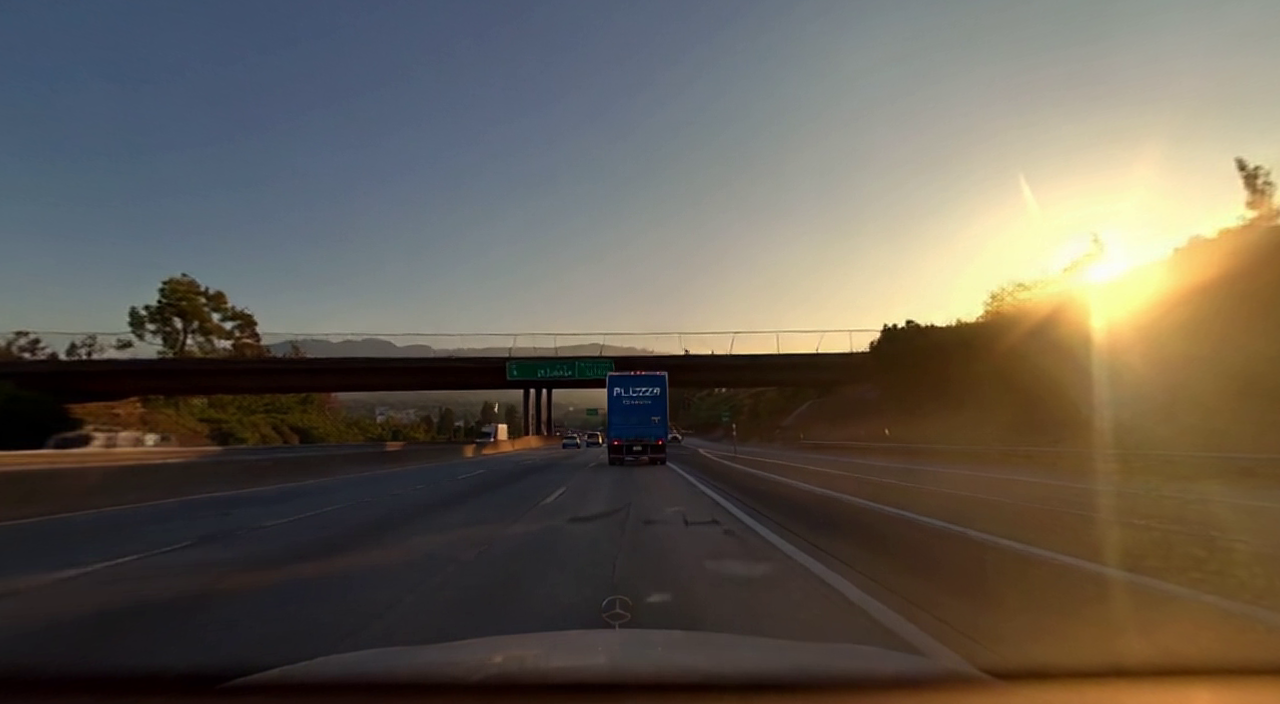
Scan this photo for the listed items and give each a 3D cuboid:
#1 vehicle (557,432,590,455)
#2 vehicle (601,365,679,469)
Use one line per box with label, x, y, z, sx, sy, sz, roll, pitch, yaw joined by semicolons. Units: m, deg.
vehicle;-5.149;7.149;49.420;2.198;1.712;4.655;0;-8;-1
vehicle;-0.127;3.254;29.942;2.926;3.959;11.818;0;-8;-1
